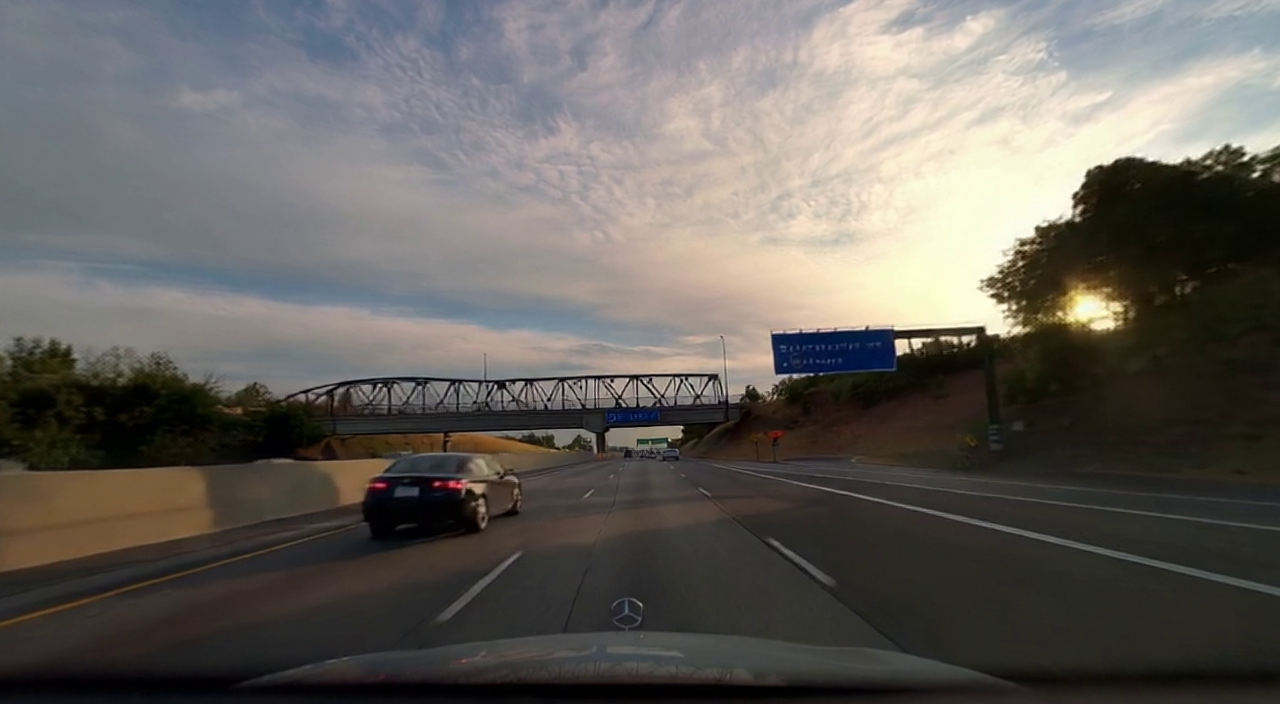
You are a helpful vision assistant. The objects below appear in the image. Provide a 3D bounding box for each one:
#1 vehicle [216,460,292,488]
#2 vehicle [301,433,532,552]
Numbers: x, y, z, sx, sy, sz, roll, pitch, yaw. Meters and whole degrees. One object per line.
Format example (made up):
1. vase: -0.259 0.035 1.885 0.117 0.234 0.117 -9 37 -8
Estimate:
1. vehicle: -22.541 7.105 37.042 1.793 1.437 4.057 0 -9 1
2. vehicle: -3.314 2.192 10.541 2.180 1.537 4.459 0 -9 1
